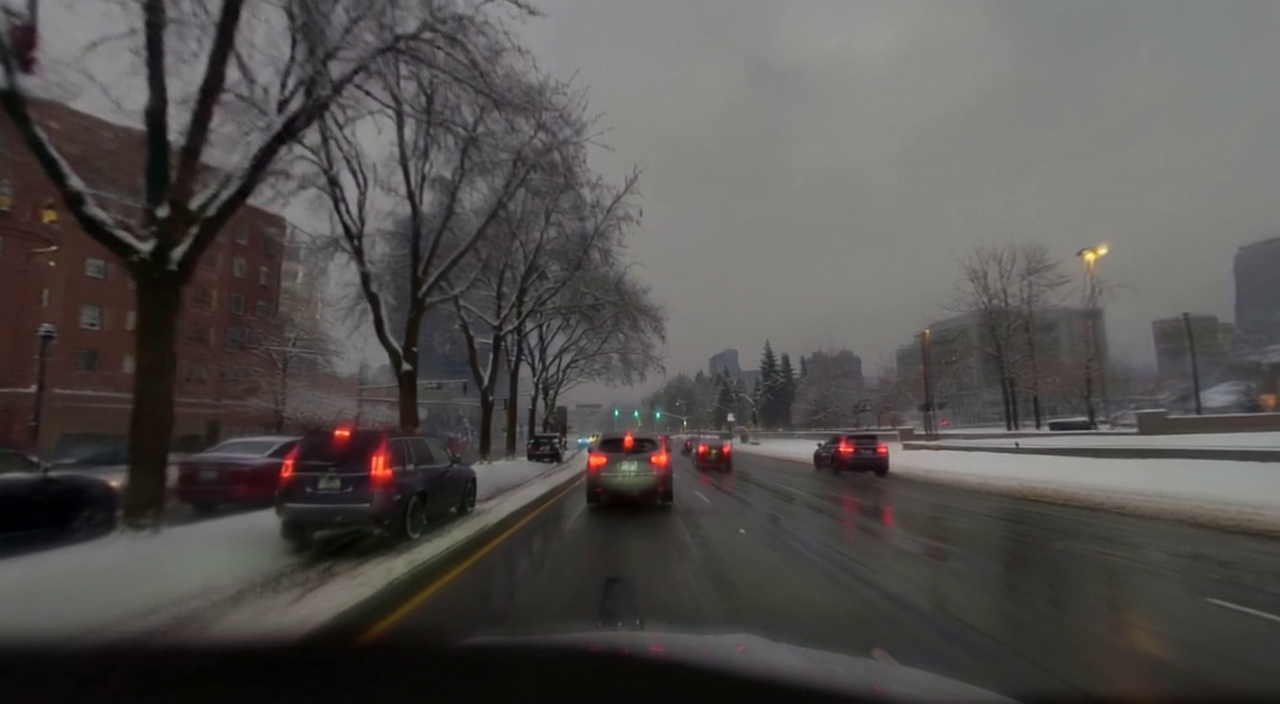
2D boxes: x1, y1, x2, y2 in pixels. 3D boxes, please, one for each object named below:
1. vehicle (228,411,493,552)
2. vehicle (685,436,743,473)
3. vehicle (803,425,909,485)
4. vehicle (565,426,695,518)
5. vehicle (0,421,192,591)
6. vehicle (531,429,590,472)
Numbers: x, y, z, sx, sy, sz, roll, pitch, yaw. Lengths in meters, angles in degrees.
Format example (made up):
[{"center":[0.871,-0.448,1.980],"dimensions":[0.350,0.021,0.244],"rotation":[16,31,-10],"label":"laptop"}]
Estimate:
[{"center":[-3.779,1.837,9.622],"dimensions":[2.009,1.619,4.376],"rotation":[0,-9,0],"label":"vehicle"},{"center":[3.157,4.478,27.868],"dimensions":[1.905,1.473,4.183],"rotation":[0,-9,-2],"label":"vehicle"},{"center":[6.795,3.290,20.379],"dimensions":[1.889,1.681,4.120],"rotation":[0,-9,-1],"label":"vehicle"},{"center":[-0.203,2.314,12.682],"dimensions":[2.161,1.501,4.184],"rotation":[0,-9,-1],"label":"vehicle"},{"center":[-6.700,1.430,5.929],"dimensions":[1.835,1.516,4.423],"rotation":[0,-9,-2],"label":"vehicle"},{"center":[-3.591,4.583,29.529],"dimensions":[2.154,1.801,5.015],"rotation":[0,-8,-1],"label":"vehicle"}]
